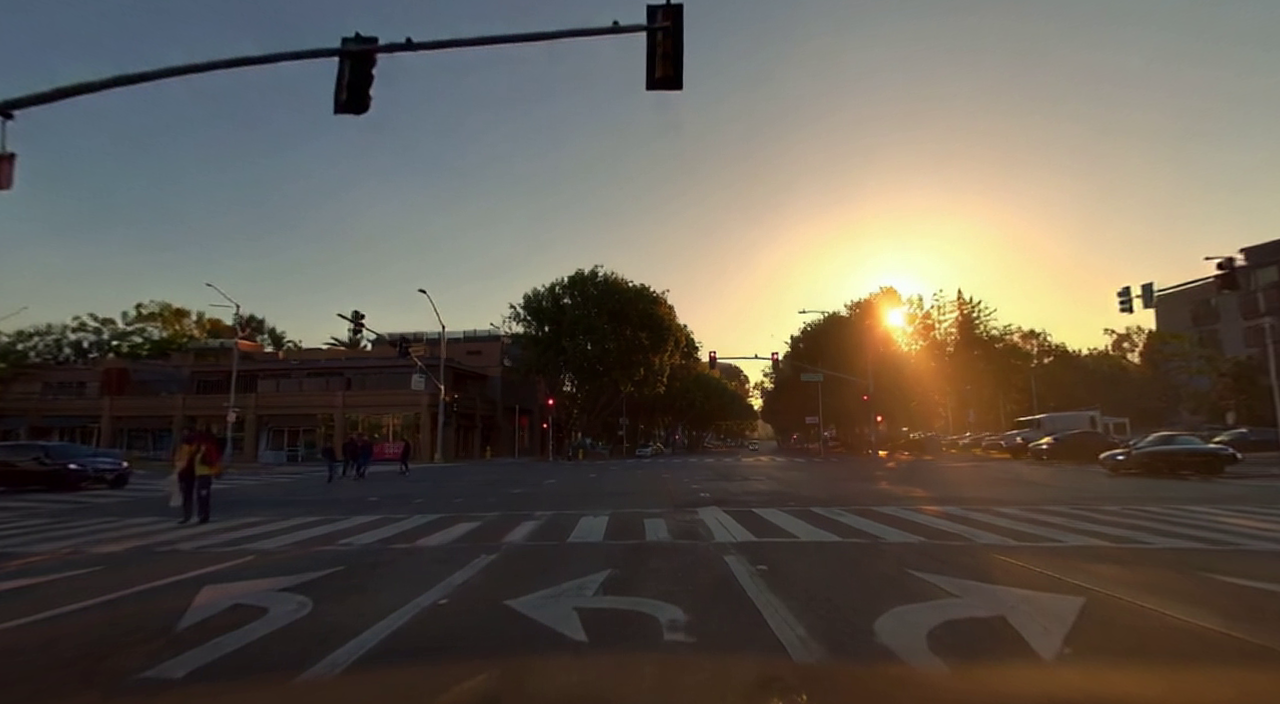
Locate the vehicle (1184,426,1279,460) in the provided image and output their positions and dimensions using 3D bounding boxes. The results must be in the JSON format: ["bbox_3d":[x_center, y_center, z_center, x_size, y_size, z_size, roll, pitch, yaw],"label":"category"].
[{"bbox_3d":[31.673,4.722,32.762,4.896,1.729,1.952,-1,-9,5],"label":"vehicle"}]

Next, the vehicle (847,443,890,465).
[{"bbox_3d":[17.774,7.925,49.254,1.789,1.557,4.293,0,-9,1],"label":"vehicle"}]

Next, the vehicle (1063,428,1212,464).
[{"bbox_3d":[21.479,4.102,27.460,4.740,1.464,1.876,-1,-9,3],"label":"vehicle"}]

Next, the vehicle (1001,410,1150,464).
[{"bbox_3d":[23.120,4.555,33.818,5.855,2.746,2.523,-1,-9,4],"label":"vehicle"}]

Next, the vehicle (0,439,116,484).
[{"bbox_3d":[-21.559,3.886,22.461,4.265,1.493,1.871,-1,-9,4],"label":"vehicle"}]
